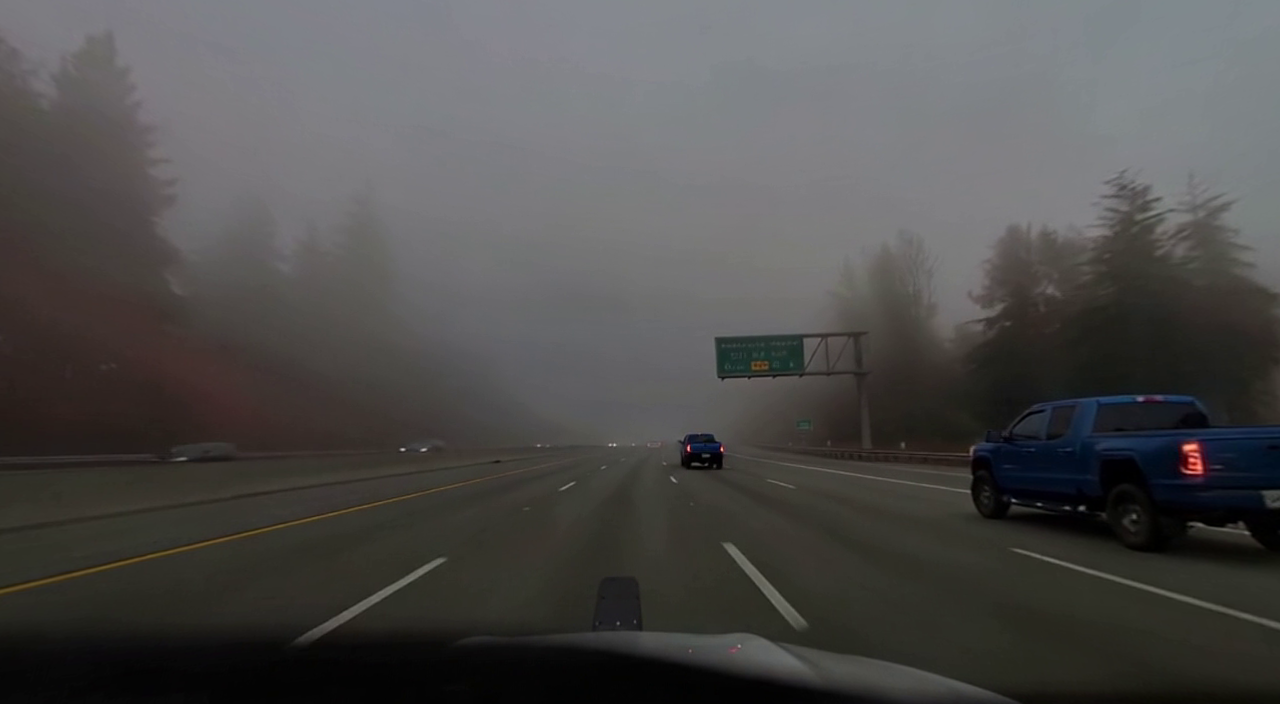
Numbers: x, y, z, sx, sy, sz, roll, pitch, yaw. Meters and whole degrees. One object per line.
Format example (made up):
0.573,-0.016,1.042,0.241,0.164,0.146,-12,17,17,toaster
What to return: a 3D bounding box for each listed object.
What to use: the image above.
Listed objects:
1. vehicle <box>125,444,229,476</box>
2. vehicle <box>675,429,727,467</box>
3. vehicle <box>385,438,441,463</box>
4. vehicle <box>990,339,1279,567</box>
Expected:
-22.954,5.357,31.561,1.785,1.475,4.412,-1,-9,2,vehicle
3.415,5.532,36.420,2.462,1.984,4.718,0,-9,0,vehicle
-15.402,6.720,43.109,2.020,1.584,4.650,-1,-9,1,vehicle
7.511,1.372,8.751,2.158,2.268,5.396,0,-9,0,vehicle
